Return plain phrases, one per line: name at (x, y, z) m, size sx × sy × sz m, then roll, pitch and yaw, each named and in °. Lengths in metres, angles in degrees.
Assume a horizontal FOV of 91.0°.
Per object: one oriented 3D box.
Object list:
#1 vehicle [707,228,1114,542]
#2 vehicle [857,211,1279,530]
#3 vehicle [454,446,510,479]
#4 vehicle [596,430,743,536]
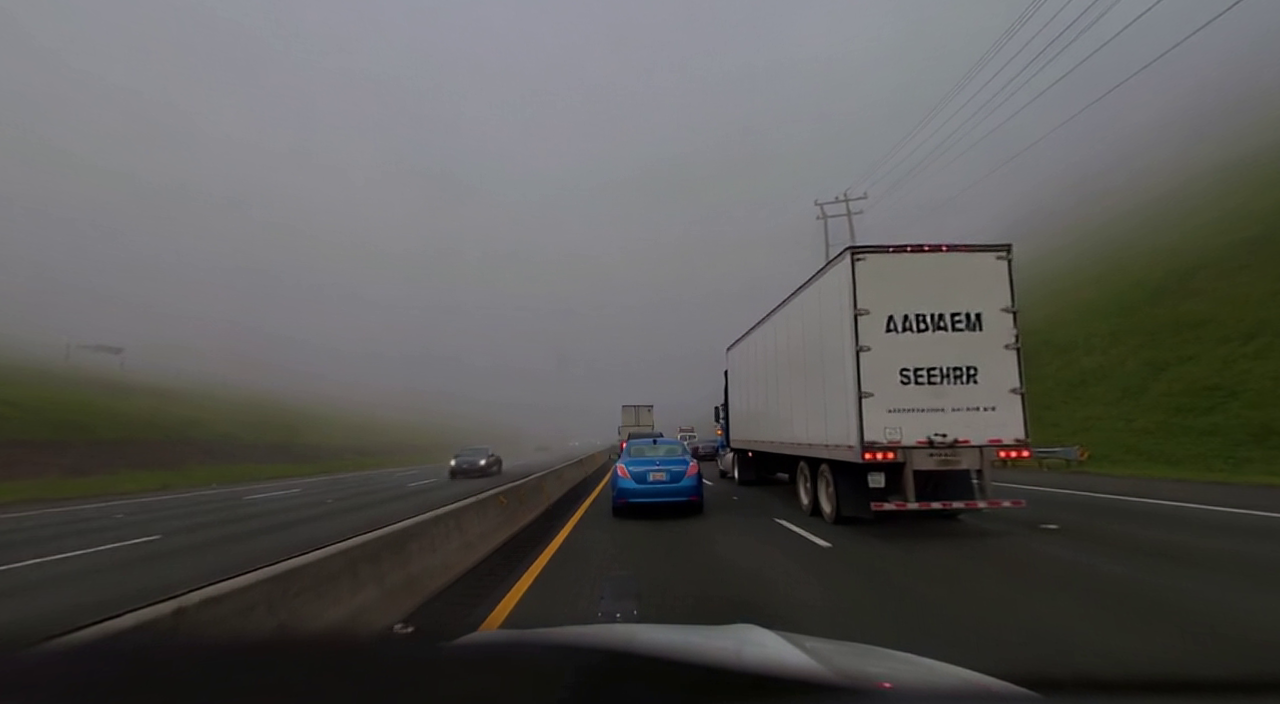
vehicle at (4.182, 1.346, 15.230) m, size 3.138 × 4.065 × 14.276 m, roll 0°, pitch -8°, yaw -2°
vehicle at (8.694, 1.031, 14.282) m, size 2.845 × 4.146 × 12.401 m, roll 0°, pitch -8°, yaw -1°
vehicle at (-8.209, 5.746, 33.036) m, size 1.848 × 1.512 × 4.327 m, roll -1°, pitch -8°, yaw 0°
vehicle at (0.347, 2.085, 10.628) m, size 2.045 × 1.446 × 3.597 m, roll 0°, pitch -8°, yaw -2°
